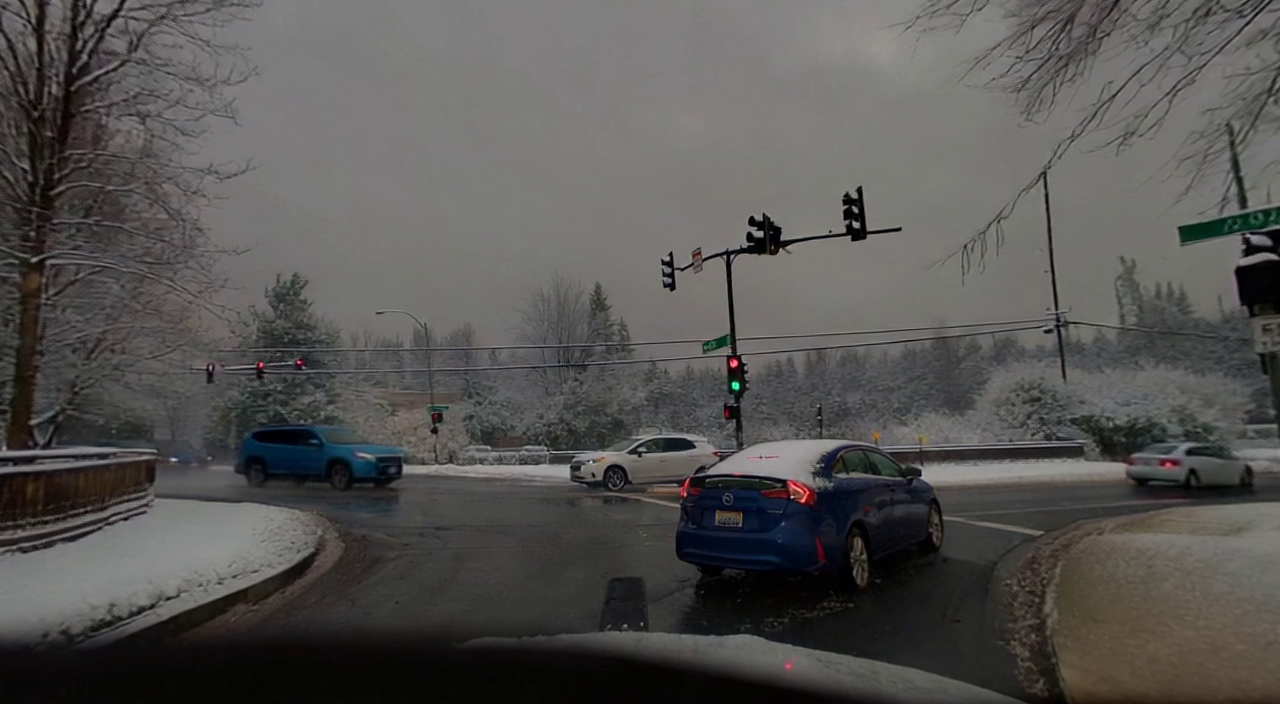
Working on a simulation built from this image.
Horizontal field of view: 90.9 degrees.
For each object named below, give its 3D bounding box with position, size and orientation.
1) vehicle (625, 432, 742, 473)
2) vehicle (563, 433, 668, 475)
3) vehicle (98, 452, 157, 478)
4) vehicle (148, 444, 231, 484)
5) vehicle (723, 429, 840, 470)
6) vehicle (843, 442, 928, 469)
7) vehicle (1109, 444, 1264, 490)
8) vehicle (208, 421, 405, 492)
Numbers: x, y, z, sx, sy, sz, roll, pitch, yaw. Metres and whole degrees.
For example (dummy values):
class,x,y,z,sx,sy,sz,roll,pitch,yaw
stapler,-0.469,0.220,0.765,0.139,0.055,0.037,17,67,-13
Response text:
class,x,y,z,sx,sy,sz,roll,pitch,yaw
vehicle,1.800,4.141,26.142,4.483,1.589,1.852,4,-9,-25
vehicle,-1.083,4.579,28.492,4.360,1.749,1.895,4,-10,-28
vehicle,-32.528,7.124,39.941,4.589,1.462,1.953,-7,-11,40
vehicle,-18.811,4.592,26.208,2.000,1.484,4.826,8,-12,-43
vehicle,7.319,5.064,32.541,5.791,1.964,2.199,5,-10,-26
vehicle,13.829,5.783,35.417,4.457,1.429,1.862,4,-9,-26
vehicle,18.736,3.868,21.622,4.686,1.425,2.018,3,-9,-23
vehicle,-9.841,3.047,18.565,5.332,1.807,2.450,-5,-10,28
